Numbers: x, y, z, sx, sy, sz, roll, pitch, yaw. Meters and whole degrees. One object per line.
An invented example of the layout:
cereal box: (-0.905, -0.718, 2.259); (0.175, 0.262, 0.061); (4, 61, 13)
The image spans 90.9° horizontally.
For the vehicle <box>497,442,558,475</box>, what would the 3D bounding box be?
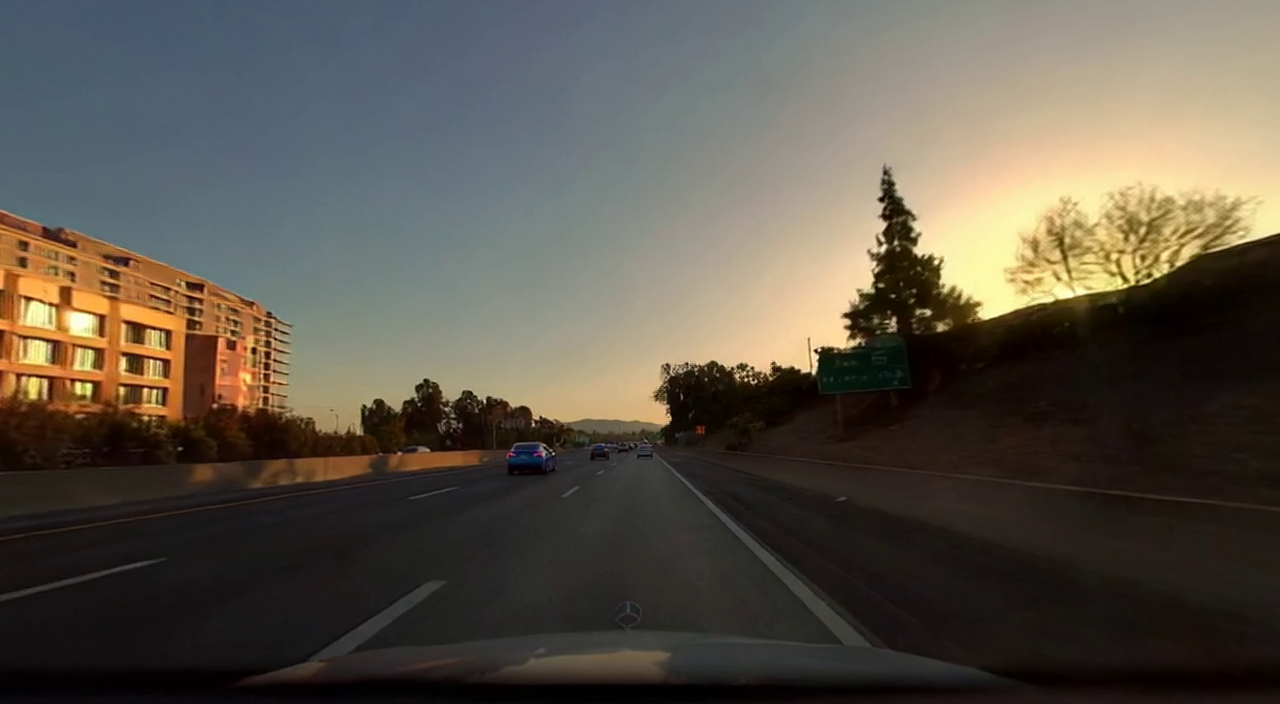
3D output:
vehicle: (-5.375, 5.142, 30.726); (2.083, 1.471, 4.350); (0, -8, 1)
